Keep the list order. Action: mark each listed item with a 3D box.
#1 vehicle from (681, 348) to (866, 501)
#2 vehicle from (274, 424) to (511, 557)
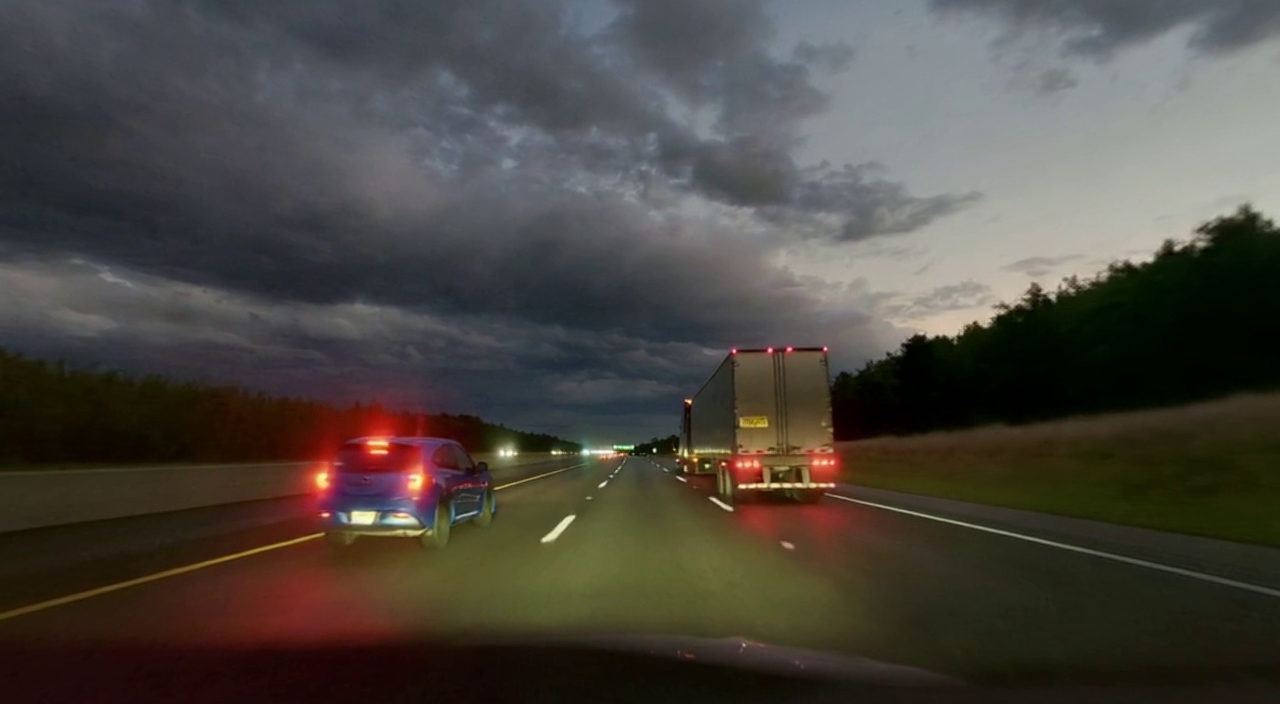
[{"bbox_3d":[4.210,3.340,26.128,3.532,4.201,17.611,0,-9,-1],"label":"vehicle"},{"bbox_3d":[-3.612,2.115,10.269,2.115,1.670,4.261,0,-9,0],"label":"vehicle"}]
